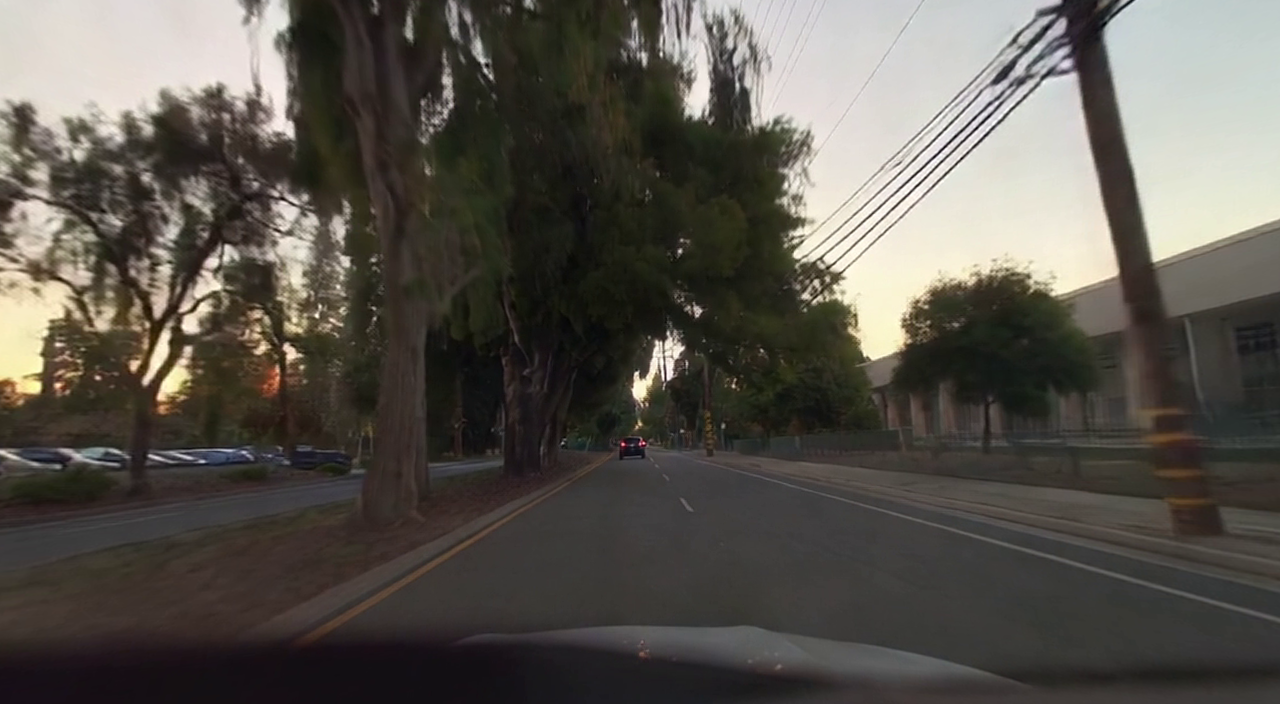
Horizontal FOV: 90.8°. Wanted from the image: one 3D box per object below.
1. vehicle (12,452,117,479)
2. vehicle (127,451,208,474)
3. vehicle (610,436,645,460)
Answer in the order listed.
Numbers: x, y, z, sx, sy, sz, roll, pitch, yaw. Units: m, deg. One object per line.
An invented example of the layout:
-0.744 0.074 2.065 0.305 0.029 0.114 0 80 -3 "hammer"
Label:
-34.240 6.745 37.662 4.367 1.464 1.992 -1 -9 2 "vehicle"
-33.714 7.852 45.095 4.323 1.523 1.900 -1 -7 3 "vehicle"
-0.997 7.373 48.411 2.240 1.704 4.374 1 -9 -7 "vehicle"
